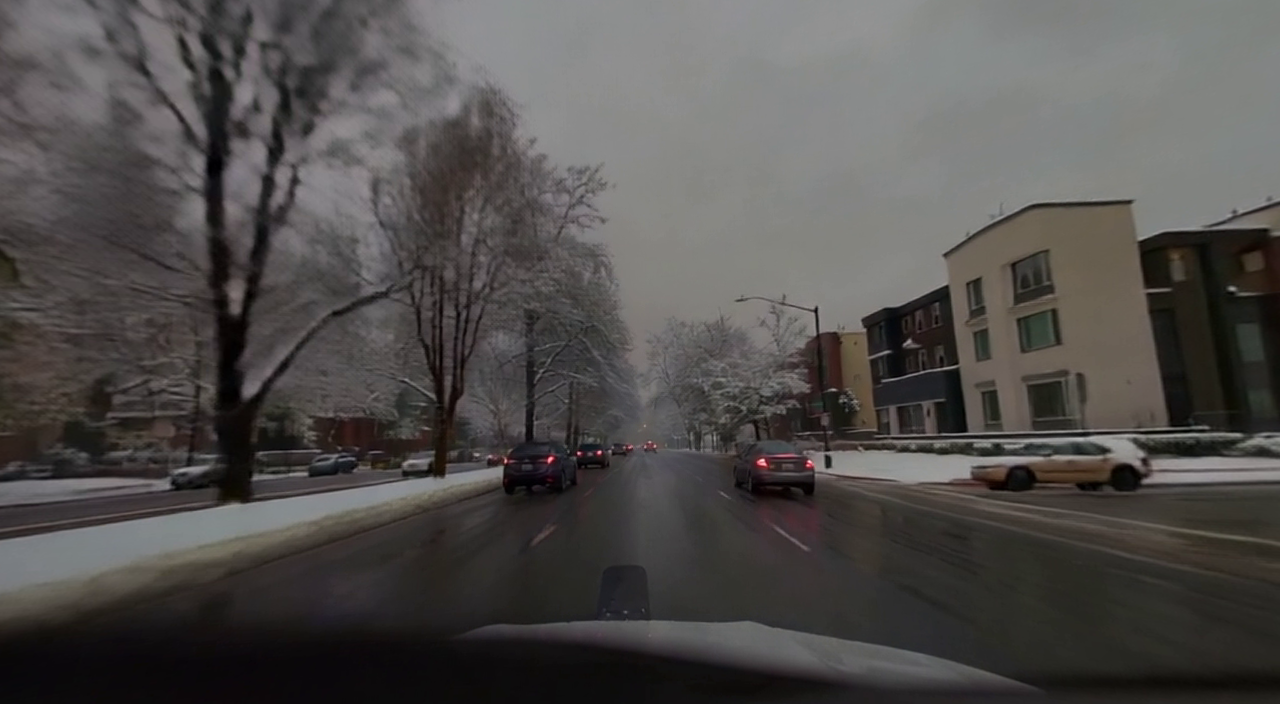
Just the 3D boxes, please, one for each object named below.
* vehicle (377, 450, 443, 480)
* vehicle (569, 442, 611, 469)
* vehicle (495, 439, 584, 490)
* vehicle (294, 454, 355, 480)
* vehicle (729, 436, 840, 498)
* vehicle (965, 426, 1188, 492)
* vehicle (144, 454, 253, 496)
[{"bbox_3d":[-12.470,6.123,34.465,1.871,1.478,4.489,0,-8,1],"label":"vehicle"},{"bbox_3d":[-2.950,6.158,37.830,1.988,1.497,4.404,0,-8,2],"label":"vehicle"},{"bbox_3d":[-3.125,3.604,20.565,2.053,1.480,4.381,0,-8,2],"label":"vehicle"},{"bbox_3d":[-22.257,8.102,44.630,1.960,1.698,4.446,0,-8,1],"label":"vehicle"},{"bbox_3d":[3.813,3.117,17.539,2.010,1.486,4.498,0,-8,0],"label":"vehicle"},{"bbox_3d":[12.205,3.024,18.010,4.717,1.733,1.994,-2,-9,10],"label":"vehicle"},{"bbox_3d":[-22.313,6.180,32.152,2.073,1.878,4.912,0,-8,-1],"label":"vehicle"}]
